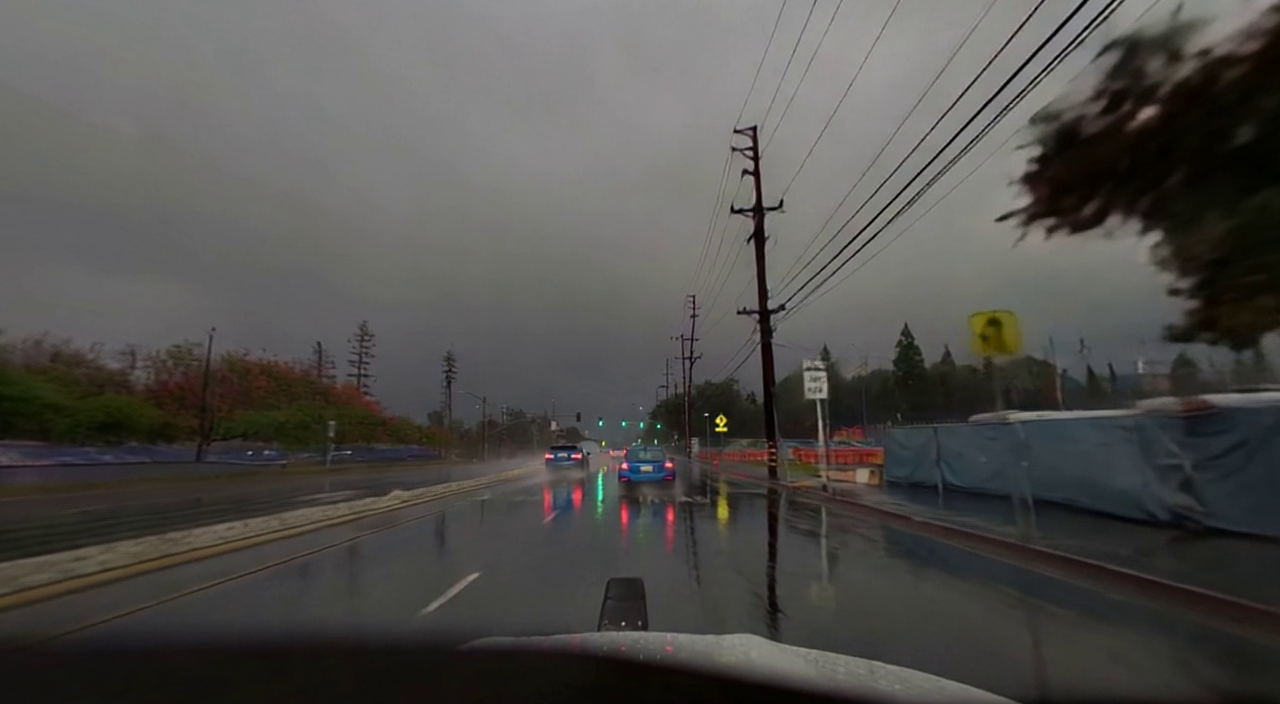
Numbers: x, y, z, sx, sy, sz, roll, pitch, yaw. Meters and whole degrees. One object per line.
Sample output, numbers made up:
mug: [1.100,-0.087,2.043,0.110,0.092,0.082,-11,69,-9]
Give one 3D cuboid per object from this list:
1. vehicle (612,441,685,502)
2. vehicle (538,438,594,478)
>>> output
vehicle: [0.236,3.702,19.920,2.059,1.691,3.980,0,-8,0]
vehicle: [-3.523,5.119,30.541,2.078,1.804,4.387,0,-8,1]
